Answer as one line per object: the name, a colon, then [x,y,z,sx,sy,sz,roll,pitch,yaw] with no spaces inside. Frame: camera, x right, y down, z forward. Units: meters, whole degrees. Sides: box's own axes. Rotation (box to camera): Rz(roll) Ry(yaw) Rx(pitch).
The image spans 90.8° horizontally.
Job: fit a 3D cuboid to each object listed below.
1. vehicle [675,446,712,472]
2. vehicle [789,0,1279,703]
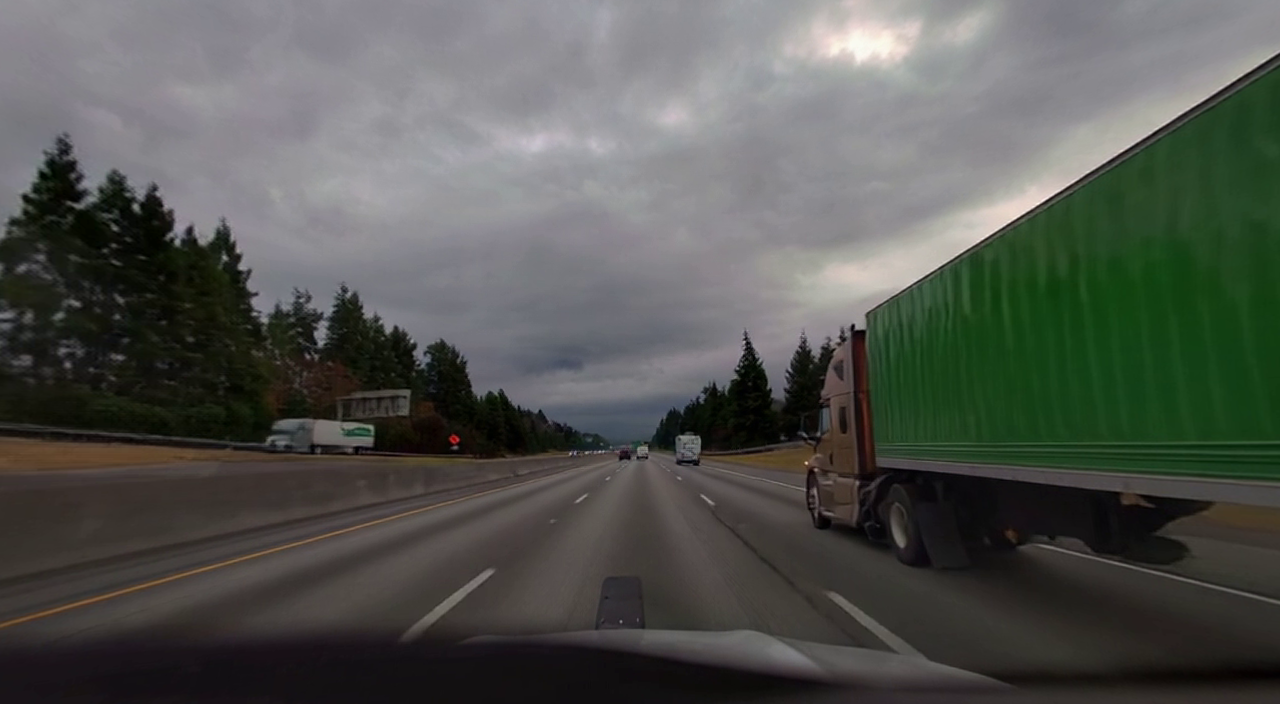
vehicle: [3.457,6.933,41.137,2.019,1.601,3.953,0,-9,0]
vehicle: [4.591,-0.359,3.699,3.115,4.407,17.026,0,-9,-1]
